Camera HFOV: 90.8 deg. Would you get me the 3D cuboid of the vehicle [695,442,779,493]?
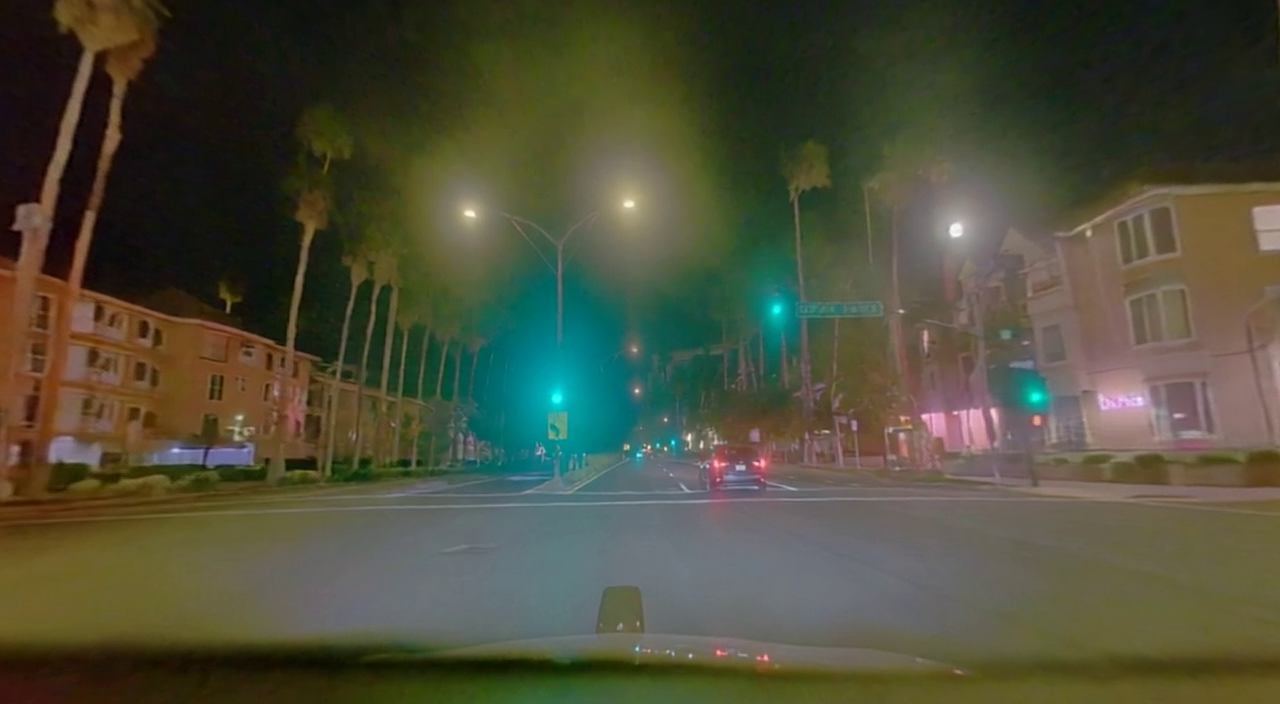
[{"bbox_3d":[3.026,3.695,20.608,1.964,1.448,4.295,0,-9,-1],"label":"vehicle"}]
